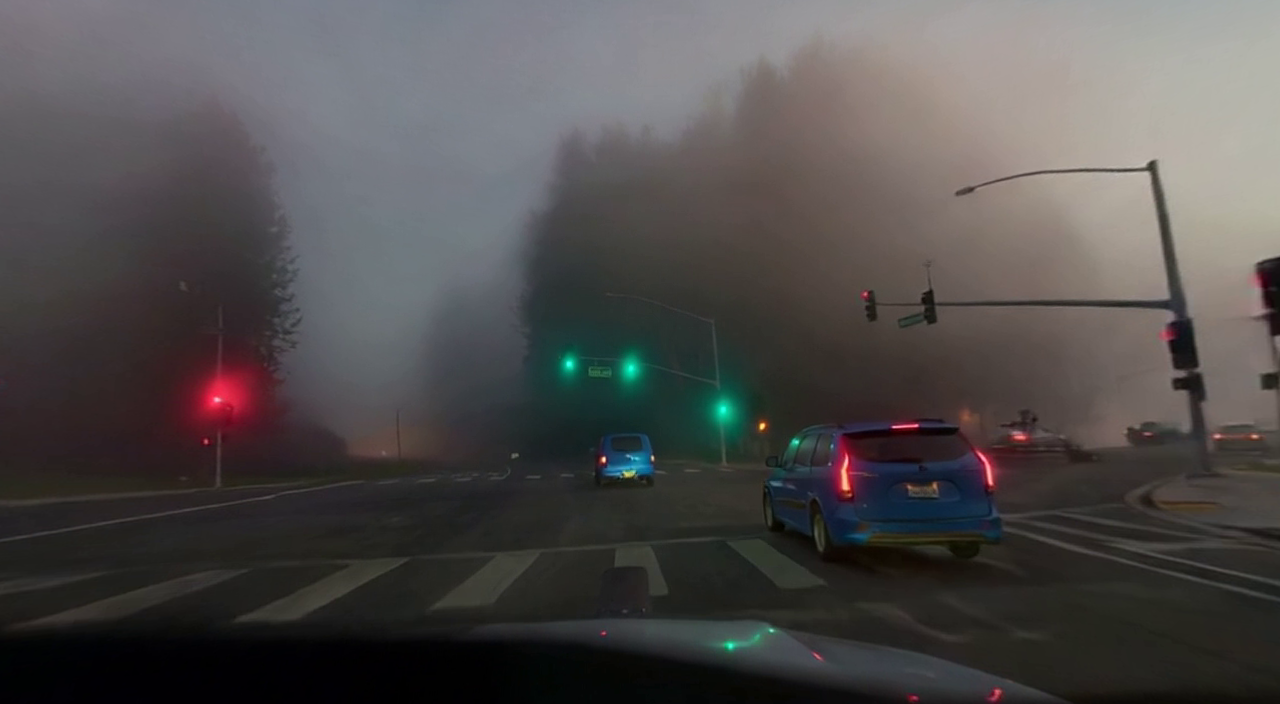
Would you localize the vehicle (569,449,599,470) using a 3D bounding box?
[{"bbox_3d":[-4.282,8.145,48.047,1.887,1.458,4.275,1,-9,-10],"label":"vehicle"}]

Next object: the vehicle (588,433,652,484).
[{"bbox_3d":[-0.901,4.192,25.174,2.185,1.822,4.583,1,-8,-7],"label":"vehicle"}]

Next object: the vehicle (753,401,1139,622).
[{"bbox_3d":[2.782,1.562,7.222,2.024,1.686,4.588,0,-8,-1],"label":"vehicle"}]

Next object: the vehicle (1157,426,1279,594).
[{"bbox_3d":[6.707,1.232,4.427,2.124,1.474,4.880,0,-8,2],"label":"vehicle"}]
